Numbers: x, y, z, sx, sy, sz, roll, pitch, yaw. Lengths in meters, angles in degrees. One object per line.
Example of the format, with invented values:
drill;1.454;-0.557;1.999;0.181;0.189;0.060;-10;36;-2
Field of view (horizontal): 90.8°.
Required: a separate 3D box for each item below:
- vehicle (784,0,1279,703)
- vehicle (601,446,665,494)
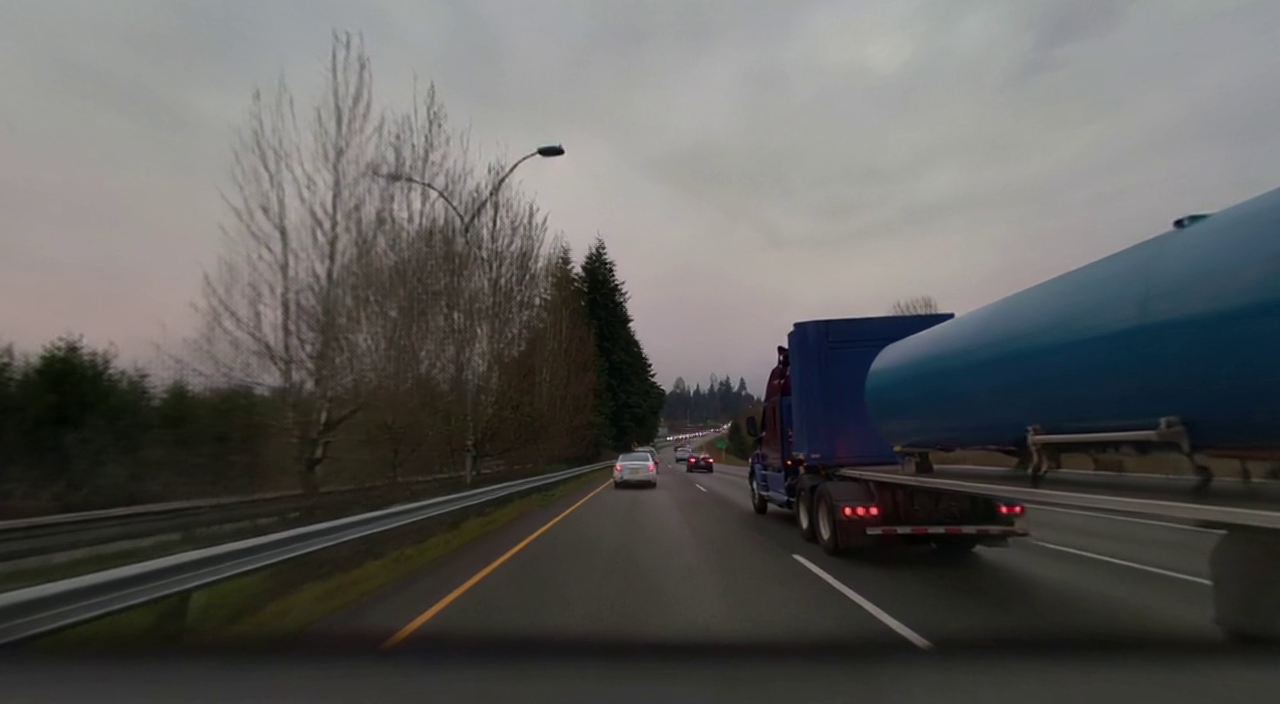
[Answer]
vehicle;3.899;0.361;4.925;2.694;3.453;11.641;0;-9;0
vehicle;-0.201;4.009;21.764;2.003;1.490;3.636;0;-9;1
